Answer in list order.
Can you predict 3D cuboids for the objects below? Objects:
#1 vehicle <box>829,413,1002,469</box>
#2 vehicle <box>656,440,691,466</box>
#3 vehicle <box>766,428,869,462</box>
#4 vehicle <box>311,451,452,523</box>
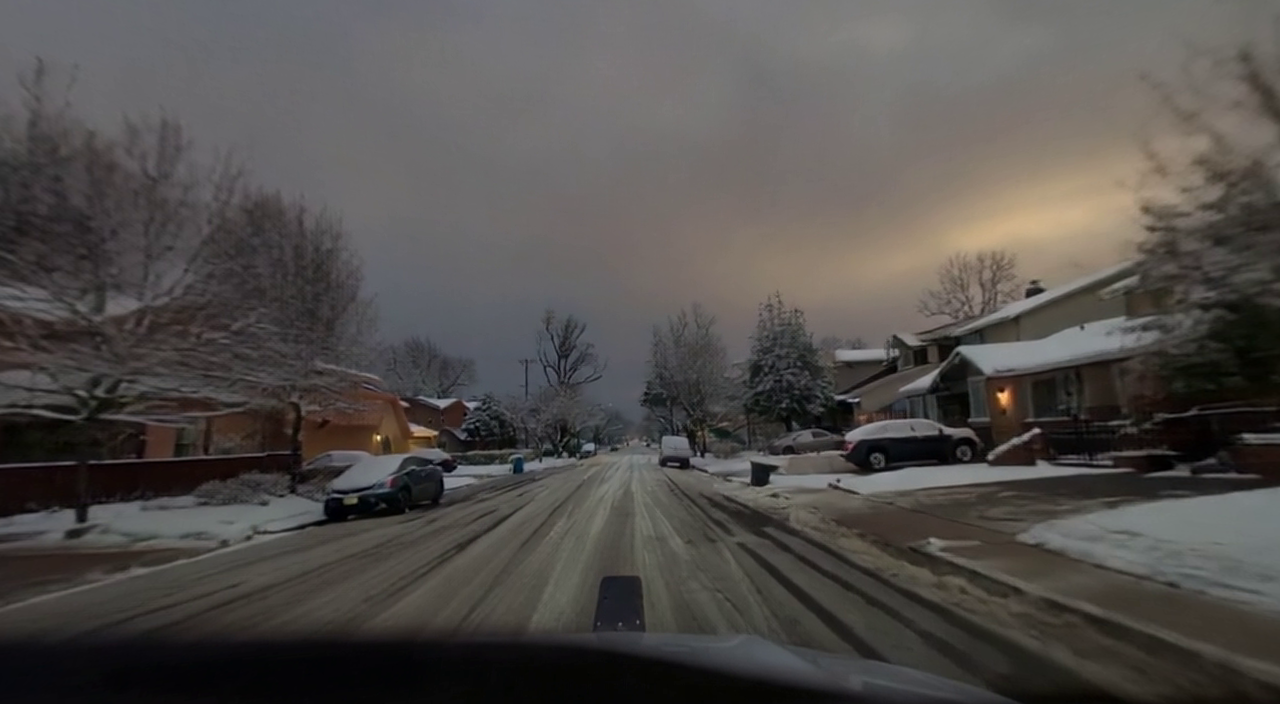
[{"bbox_3d":[8.641,2.835,20.111,4.599,1.652,1.903,0,-8,-2],"label":"vehicle"},{"bbox_3d":[2.030,6.208,39.111,2.022,1.483,4.565,0,-8,2],"label":"vehicle"},{"bbox_3d":[8.572,4.517,30.803,4.331,1.570,2.009,0,-8,-2],"label":"vehicle"},{"bbox_3d":[-6.089,3.177,15.369,1.878,1.496,3.535,0,-8,1],"label":"vehicle"}]
